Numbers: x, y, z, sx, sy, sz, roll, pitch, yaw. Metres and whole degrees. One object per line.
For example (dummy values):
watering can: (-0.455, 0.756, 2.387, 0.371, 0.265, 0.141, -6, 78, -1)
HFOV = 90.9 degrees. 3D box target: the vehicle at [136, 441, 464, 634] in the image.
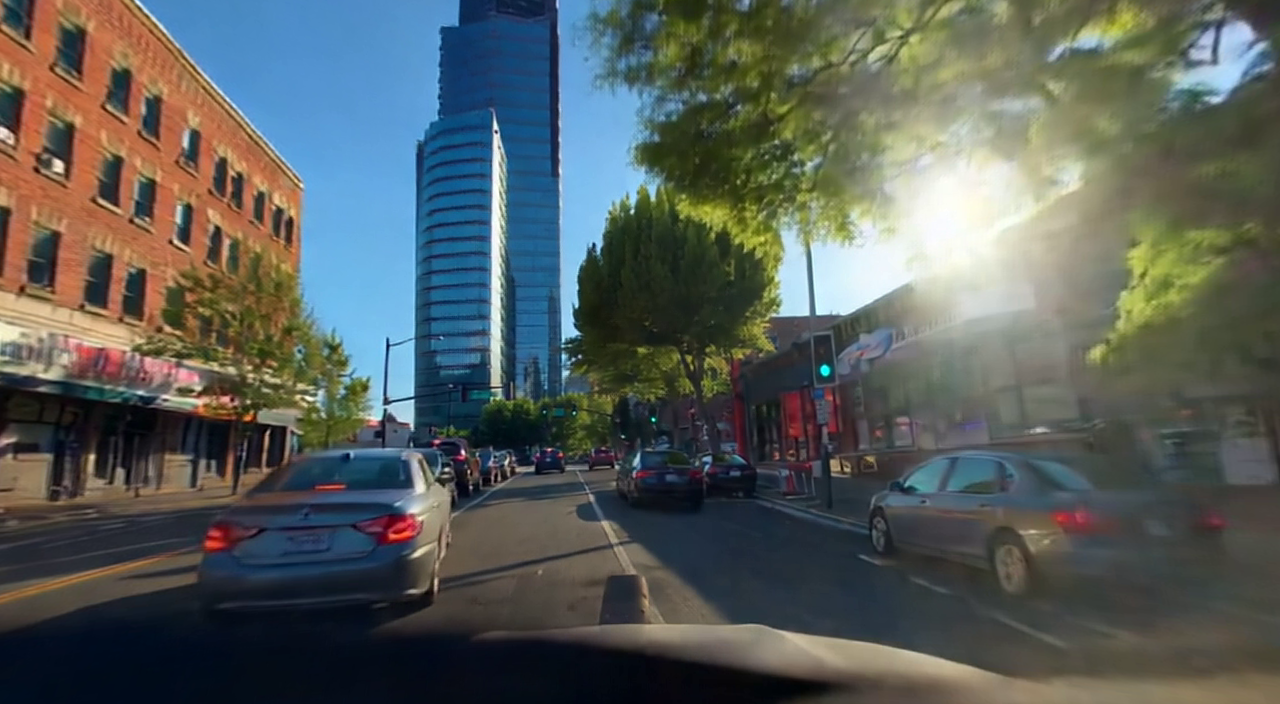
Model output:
vehicle: (-3.248, 1.762, 7.242, 2.169, 1.427, 4.531, 2, -9, -13)

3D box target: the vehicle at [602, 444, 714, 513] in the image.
vehicle: (0.274, 3.097, 16.041, 2.150, 1.464, 4.467, 1, -9, -7)

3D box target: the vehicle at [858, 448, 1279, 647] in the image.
vehicle: (4.322, 1.892, 7.170, 1.986, 1.555, 3.879, 1, -9, -5)

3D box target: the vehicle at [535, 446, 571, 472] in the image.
vehicle: (-5.422, 6.666, 39.532, 2.102, 1.521, 4.078, 1, -9, -7)

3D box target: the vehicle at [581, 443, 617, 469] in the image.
vehicle: (-3.142, 7.772, 47.444, 2.418, 1.816, 4.300, 1, -9, -7)

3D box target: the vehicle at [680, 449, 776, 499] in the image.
vehicle: (2.784, 3.988, 21.087, 1.956, 1.446, 4.537, 1, -9, -8)
